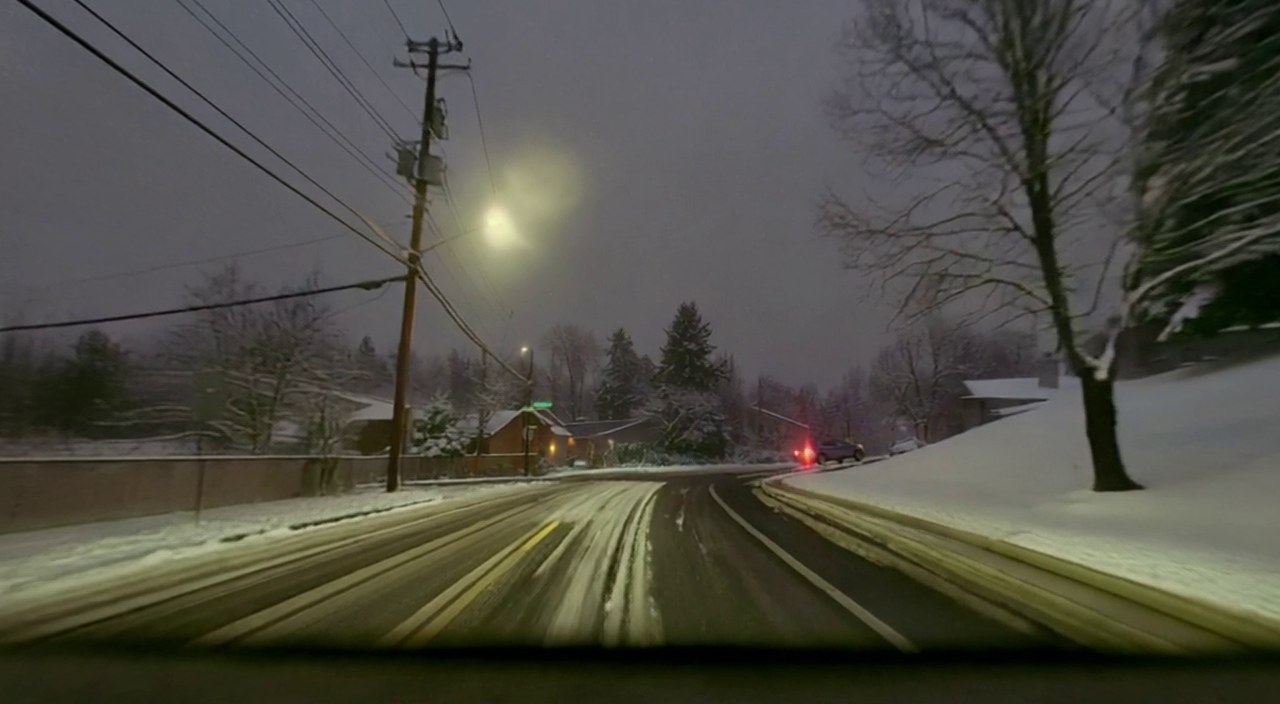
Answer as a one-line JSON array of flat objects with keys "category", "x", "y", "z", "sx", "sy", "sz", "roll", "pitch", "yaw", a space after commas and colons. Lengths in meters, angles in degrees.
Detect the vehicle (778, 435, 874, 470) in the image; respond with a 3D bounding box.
[{"category": "vehicle", "x": 9.971, "y": 5.359, "z": 33.728, "sx": 4.810, "sy": 1.732, "sz": 2.176, "roll": 5, "pitch": -10, "yaw": -31}]
